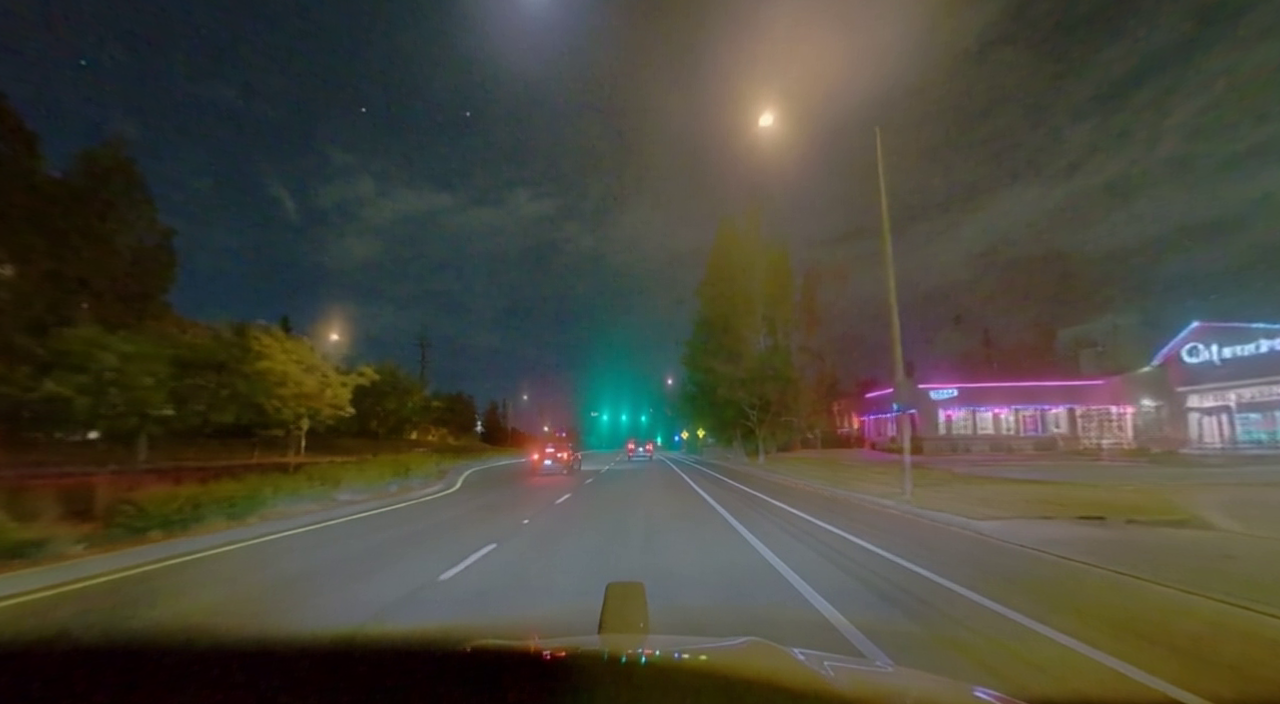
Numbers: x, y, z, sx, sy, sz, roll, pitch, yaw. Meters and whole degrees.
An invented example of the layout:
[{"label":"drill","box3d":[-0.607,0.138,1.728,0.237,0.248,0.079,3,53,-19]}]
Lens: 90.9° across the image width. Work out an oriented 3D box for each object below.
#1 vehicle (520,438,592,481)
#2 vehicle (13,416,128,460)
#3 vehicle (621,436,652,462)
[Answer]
[{"label":"vehicle","box3d":[-3.075,4.032,23.997,2.015,1.470,4.458,0,-8,2]},{"label":"vehicle","box3d":[-41.659,6.347,46.428,2.303,2.957,6.489,0,-8,0]},{"label":"vehicle","box3d":[-0.230,7.083,45.981,2.153,1.764,4.047,0,-8,1]}]
